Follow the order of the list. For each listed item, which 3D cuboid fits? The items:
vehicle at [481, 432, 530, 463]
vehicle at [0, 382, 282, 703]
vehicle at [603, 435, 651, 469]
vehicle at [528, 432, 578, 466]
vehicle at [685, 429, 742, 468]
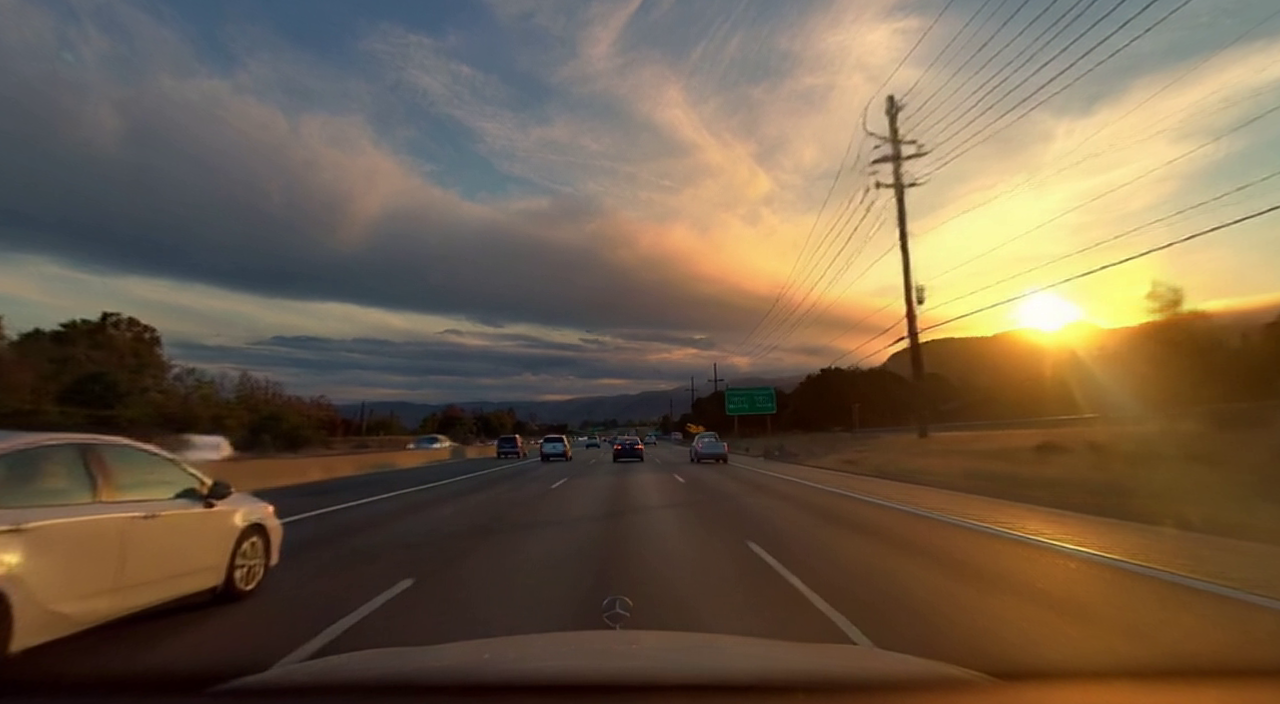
[{"bbox_3d":[-7.842,5.584,37.203,1.980,1.678,4.255,0,-8,0],"label":"vehicle"},{"bbox_3d":[-4.185,1.005,3.469,2.004,1.607,4.161,0,-8,-1],"label":"vehicle"},{"bbox_3d":[-0.635,4.584,29.152,2.086,1.488,3.440,0,-8,-2],"label":"vehicle"},{"bbox_3d":[-4.390,4.940,32.451,1.901,1.601,4.610,0,-8,0],"label":"vehicle"},{"bbox_3d":[3.351,4.508,29.739,1.950,1.695,4.446,0,-8,-3],"label":"vehicle"}]
